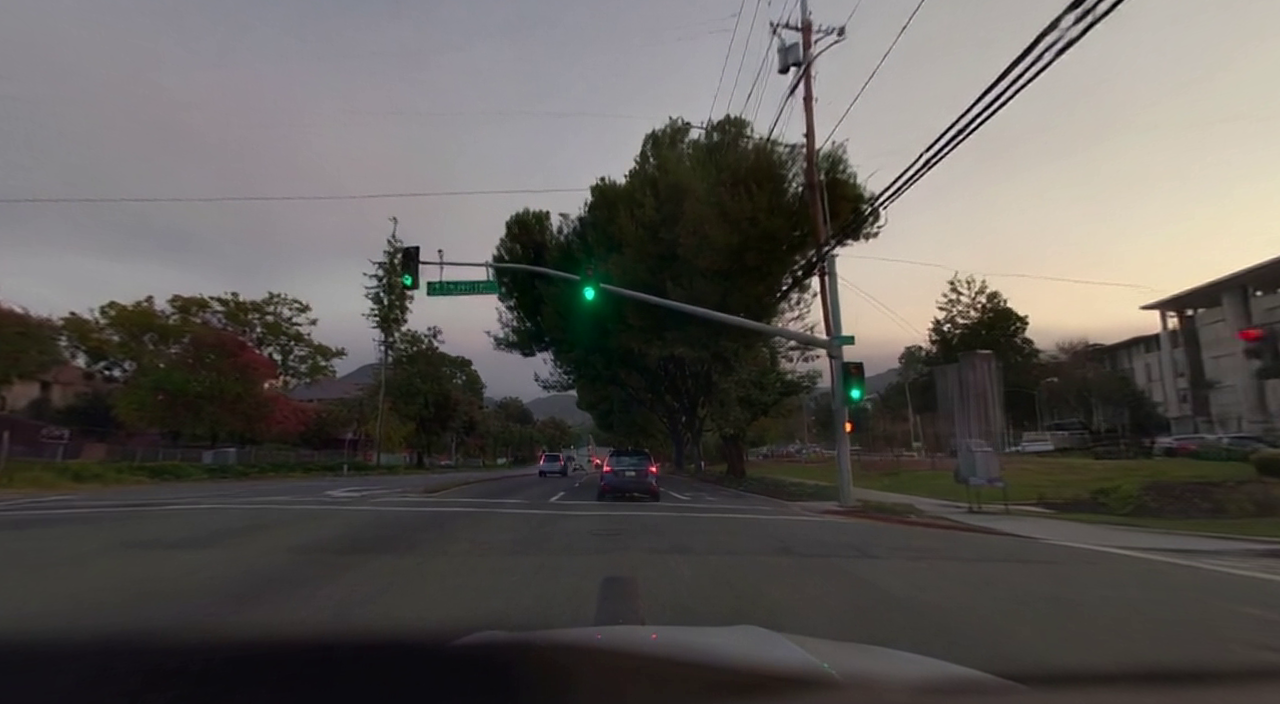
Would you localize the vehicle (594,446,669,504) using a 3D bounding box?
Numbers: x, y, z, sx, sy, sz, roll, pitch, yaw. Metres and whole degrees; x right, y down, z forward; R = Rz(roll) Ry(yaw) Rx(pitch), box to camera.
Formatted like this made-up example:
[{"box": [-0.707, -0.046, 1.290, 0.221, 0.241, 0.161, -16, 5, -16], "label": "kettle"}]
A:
[{"box": [-0.291, 3.859, 20.192, 2.156, 1.636, 3.923, 1, -9, -1], "label": "vehicle"}]

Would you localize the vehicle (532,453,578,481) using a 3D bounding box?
[{"box": [-4.972, 6.791, 37.561, 2.153, 1.474, 4.284, 0, -9, 0], "label": "vehicle"}]
